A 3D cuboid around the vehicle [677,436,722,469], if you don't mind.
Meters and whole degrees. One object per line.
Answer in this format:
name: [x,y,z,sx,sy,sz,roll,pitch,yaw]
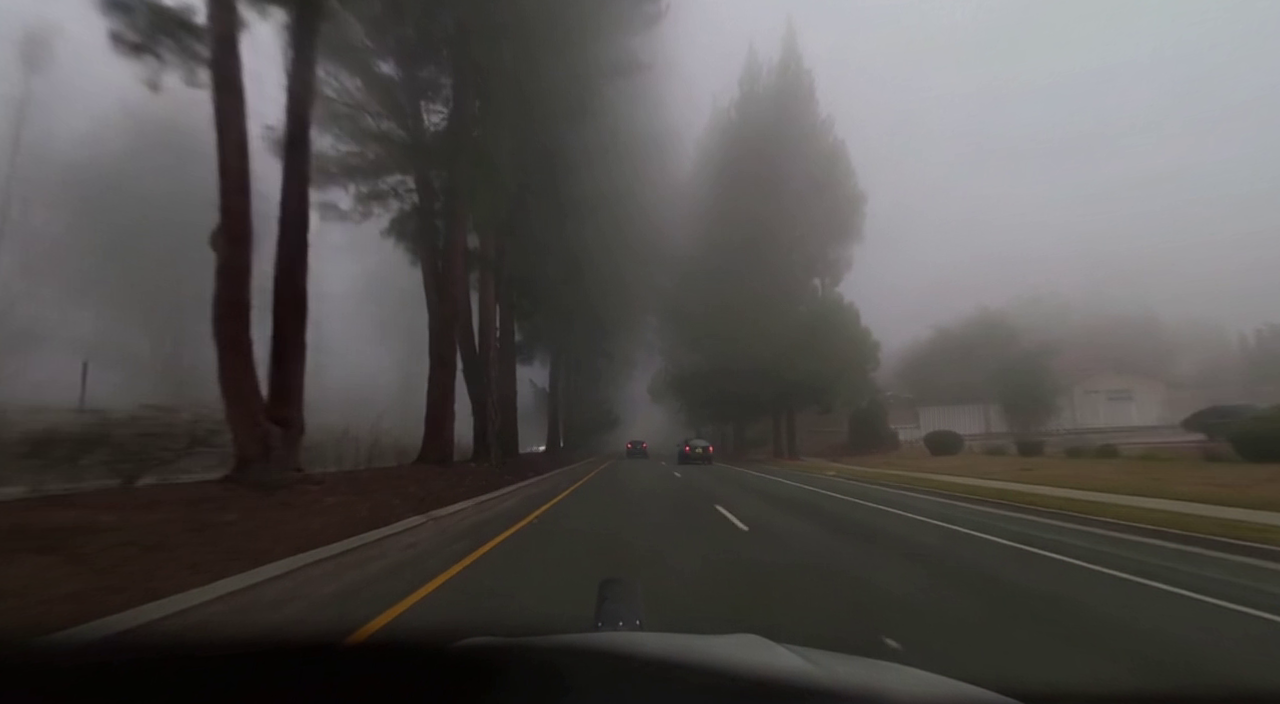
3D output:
vehicle: [3.121,5.365,33.944,1.888,1.640,4.044,0,-8,-2]
